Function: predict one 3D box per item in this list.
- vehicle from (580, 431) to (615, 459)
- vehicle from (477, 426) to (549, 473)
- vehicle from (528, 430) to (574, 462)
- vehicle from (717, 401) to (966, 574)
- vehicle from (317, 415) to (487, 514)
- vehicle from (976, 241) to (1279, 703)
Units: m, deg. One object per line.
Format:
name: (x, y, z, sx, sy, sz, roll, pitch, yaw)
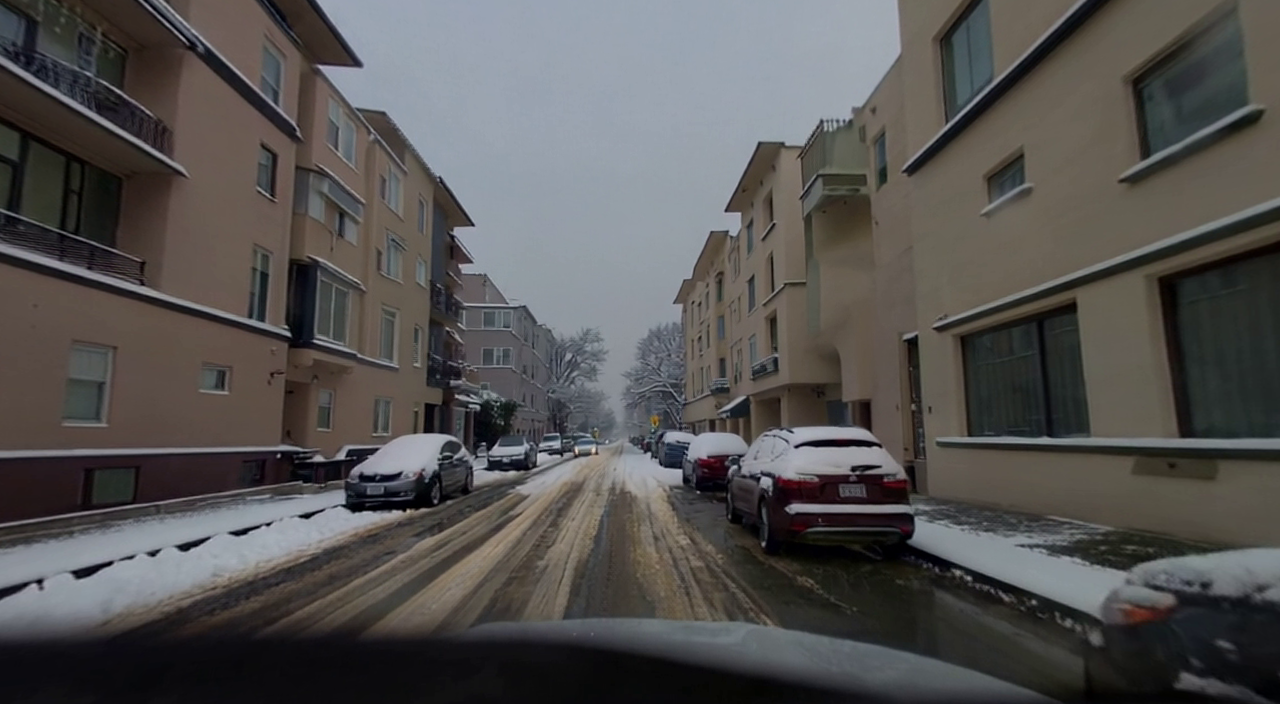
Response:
vehicle: (-2.486, 5.480, 37.254, 1.845, 1.544, 3.388, 0, -8, 0)
vehicle: (-4.860, 3.817, 24.614, 1.942, 1.521, 3.761, 5, -9, 0)
vehicle: (-4.798, 5.136, 34.460, 1.872, 1.484, 3.978, 5, -9, 1)
vehicle: (2.214, 1.592, 8.185, 1.839, 1.678, 3.918, 0, -8, -1)
vehicle: (-4.556, 2.256, 12.884, 1.883, 1.499, 4.426, 6, -10, -3)
vehicle: (2.272, 0.510, 0.338, 1.897, 1.717, 4.028, 0, -8, -1)
